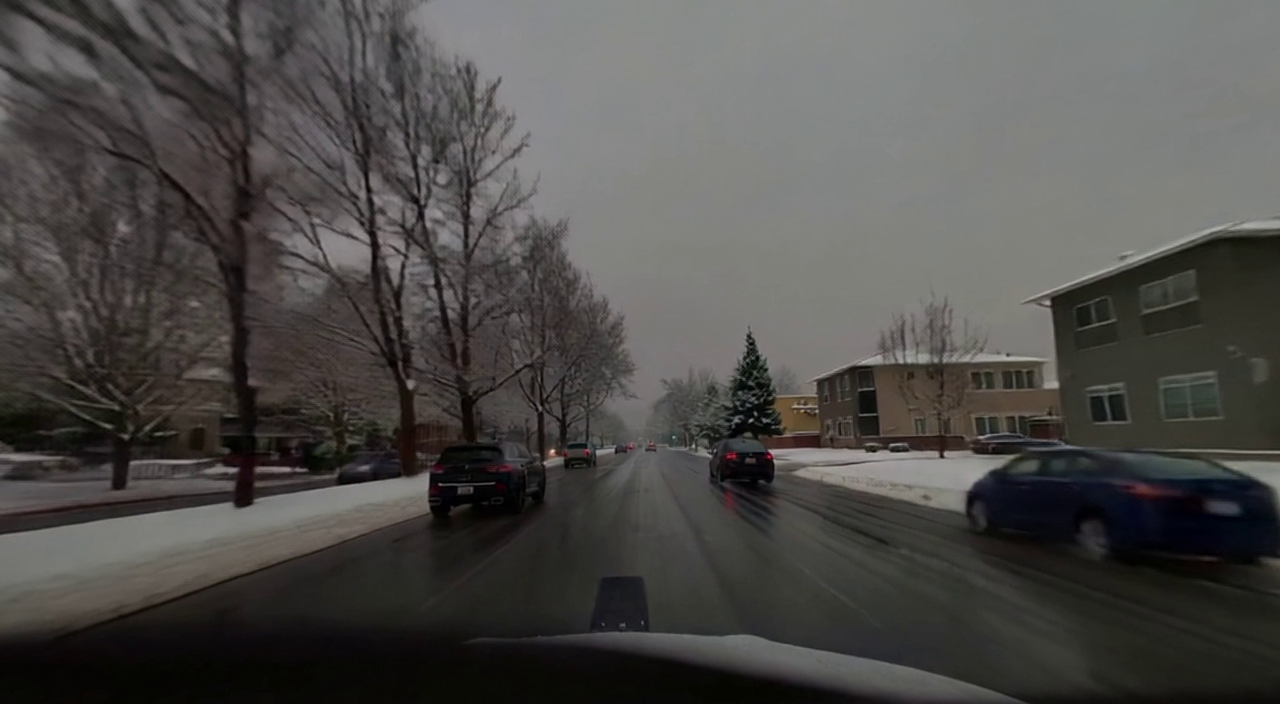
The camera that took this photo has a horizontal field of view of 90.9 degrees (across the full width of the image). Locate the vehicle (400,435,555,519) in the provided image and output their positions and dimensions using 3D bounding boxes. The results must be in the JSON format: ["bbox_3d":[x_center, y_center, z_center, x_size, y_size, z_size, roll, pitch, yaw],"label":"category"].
[{"bbox_3d":[-3.221,2.573,13.564,2.053,1.480,4.381,0,-8,2],"label":"vehicle"}]

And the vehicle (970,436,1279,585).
[{"bbox_3d":[6.465,1.860,8.313,1.912,1.433,4.265,0,-8,0],"label":"vehicle"}]

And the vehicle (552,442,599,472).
[{"bbox_3d":[-3.459,5.748,34.691,1.988,1.497,4.404,0,-8,2],"label":"vehicle"}]

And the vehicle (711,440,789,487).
[{"bbox_3d":[3.799,3.913,22.512,2.010,1.486,4.498,0,-8,0],"label":"vehicle"}]

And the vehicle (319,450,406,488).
[{"bbox_3d":[-12.253,5.151,28.187,1.868,1.522,4.326,0,-8,1],"label":"vehicle"}]
